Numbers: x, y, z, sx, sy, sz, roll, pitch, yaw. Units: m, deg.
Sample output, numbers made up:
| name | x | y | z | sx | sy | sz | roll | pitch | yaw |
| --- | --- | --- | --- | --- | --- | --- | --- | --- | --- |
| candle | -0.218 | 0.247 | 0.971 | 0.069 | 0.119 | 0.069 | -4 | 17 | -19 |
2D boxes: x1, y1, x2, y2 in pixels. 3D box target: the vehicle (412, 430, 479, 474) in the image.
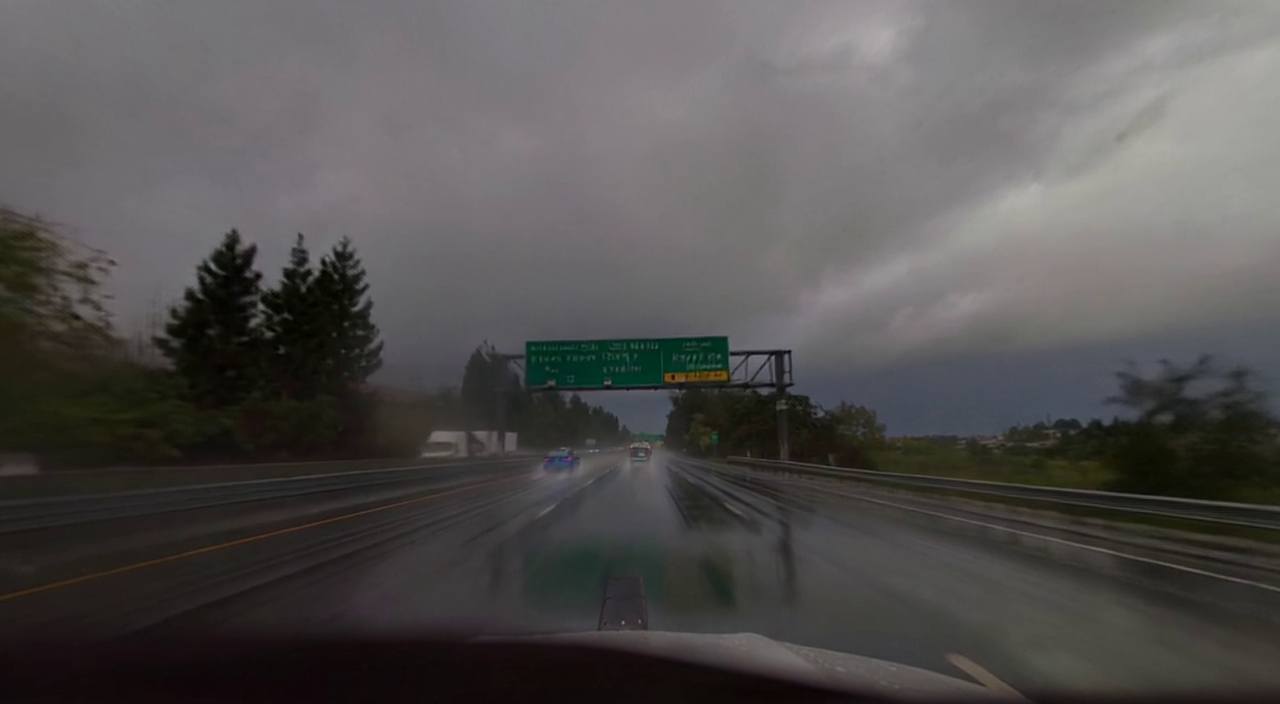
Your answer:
| name | x | y | z | sx | sy | sz | roll | pitch | yaw |
| --- | --- | --- | --- | --- | --- | --- | --- | --- | --- |
| vehicle | -13.372 | 6.938 | 43.927 | 2.485 | 2.795 | 6.720 | 0 | -9 | 0 |

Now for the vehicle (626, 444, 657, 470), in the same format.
| name | x | y | z | sx | sy | sz | roll | pitch | yaw |
| --- | --- | --- | --- | --- | --- | --- | --- | --- | --- |
| vehicle | 0.088 | 6.969 | 41.976 | 2.011 | 1.590 | 3.607 | 0 | -9 | 0 |

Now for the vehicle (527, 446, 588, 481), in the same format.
| name | x | y | z | sx | sy | sz | roll | pitch | yaw |
| --- | --- | --- | --- | --- | --- | --- | --- | --- | --- |
| vehicle | -3.711 | 5.123 | 29.376 | 2.157 | 1.483 | 4.601 | 0 | -9 | 1 |
